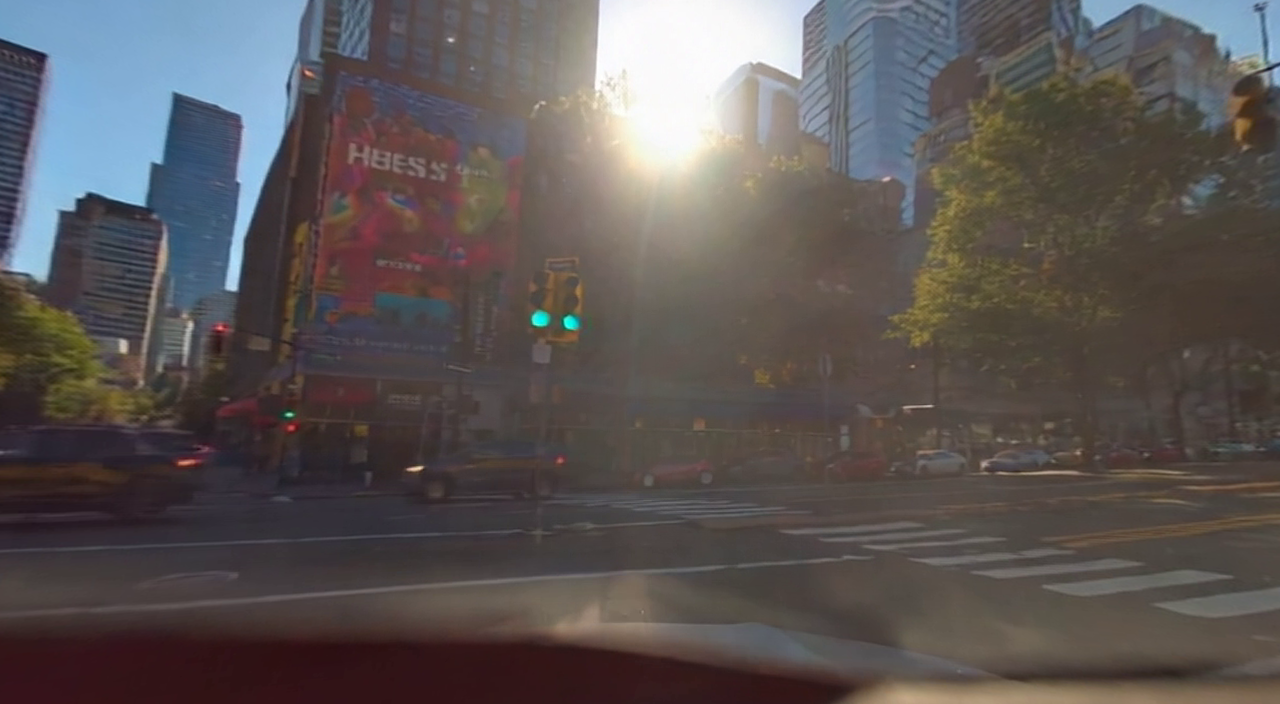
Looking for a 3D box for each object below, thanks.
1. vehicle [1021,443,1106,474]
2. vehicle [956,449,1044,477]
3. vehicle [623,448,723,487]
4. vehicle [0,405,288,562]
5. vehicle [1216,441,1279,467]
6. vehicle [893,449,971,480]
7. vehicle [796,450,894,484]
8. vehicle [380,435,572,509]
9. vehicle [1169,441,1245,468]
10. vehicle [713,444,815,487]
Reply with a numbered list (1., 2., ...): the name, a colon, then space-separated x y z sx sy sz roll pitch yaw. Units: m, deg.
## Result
1. vehicle: 25.154 6.298 37.440 4.502 1.696 1.884 4 -10 -22
2. vehicle: 20.185 6.186 35.363 4.494 1.481 1.783 4 -10 -22
3. vehicle: 1.449 5.083 27.938 4.035 1.586 1.738 4 -10 -23
4. vehicle: -7.217 1.529 7.614 1.926 1.624 4.749 -5 -10 30
5. vehicle: 43.237 7.263 44.619 4.298 1.490 1.772 8 -13 -21
6. vehicle: 15.627 5.973 33.762 3.522 1.546 1.721 4 -10 -22
7. vehicle: 10.164 5.667 31.289 4.418 1.556 1.814 4 -10 -22
8. vehicle: -4.058 2.936 15.814 4.291 1.606 1.859 5 -10 -28
9. vehicle: 38.430 6.927 42.732 4.574 1.700 1.911 4 -10 -23
10. vehicle: 5.830 5.277 29.669 4.289 1.875 1.963 4 -10 -23
